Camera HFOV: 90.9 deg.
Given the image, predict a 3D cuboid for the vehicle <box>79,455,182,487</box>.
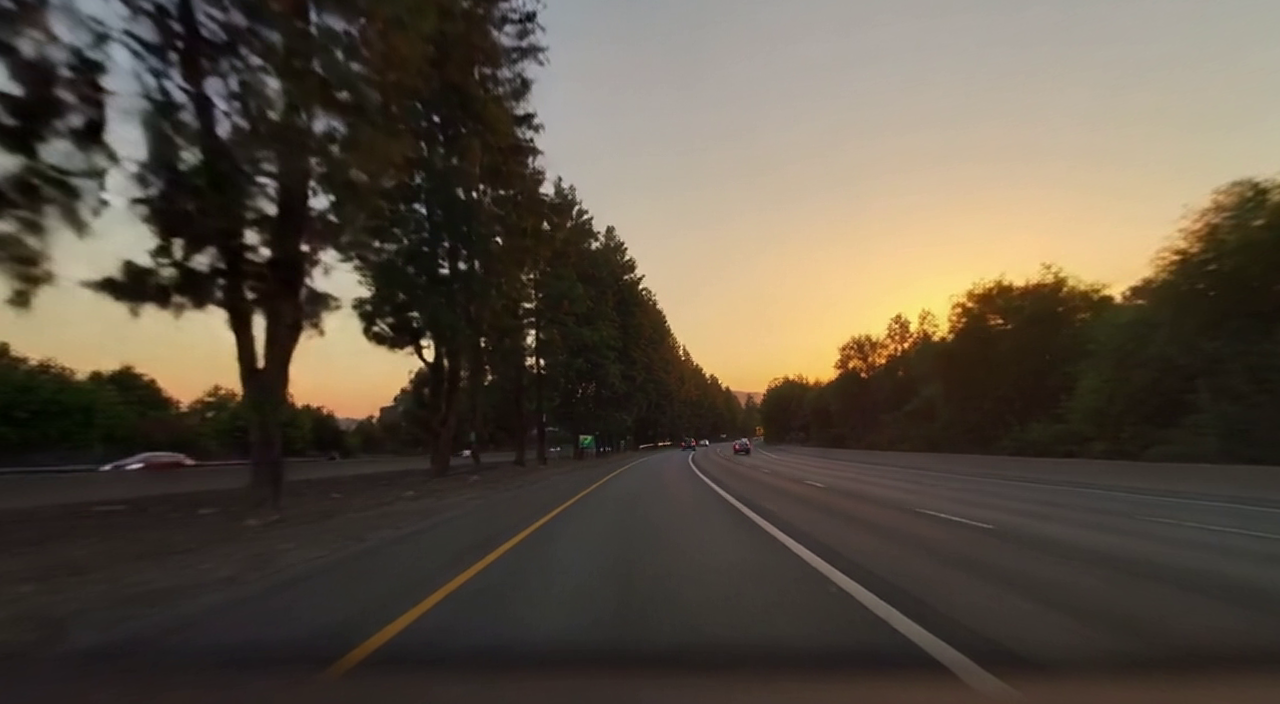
[{"bbox_3d":[-29.628,6.908,36.893,1.911,1.616,4.812,0,-9,2],"label":"vehicle"}]
